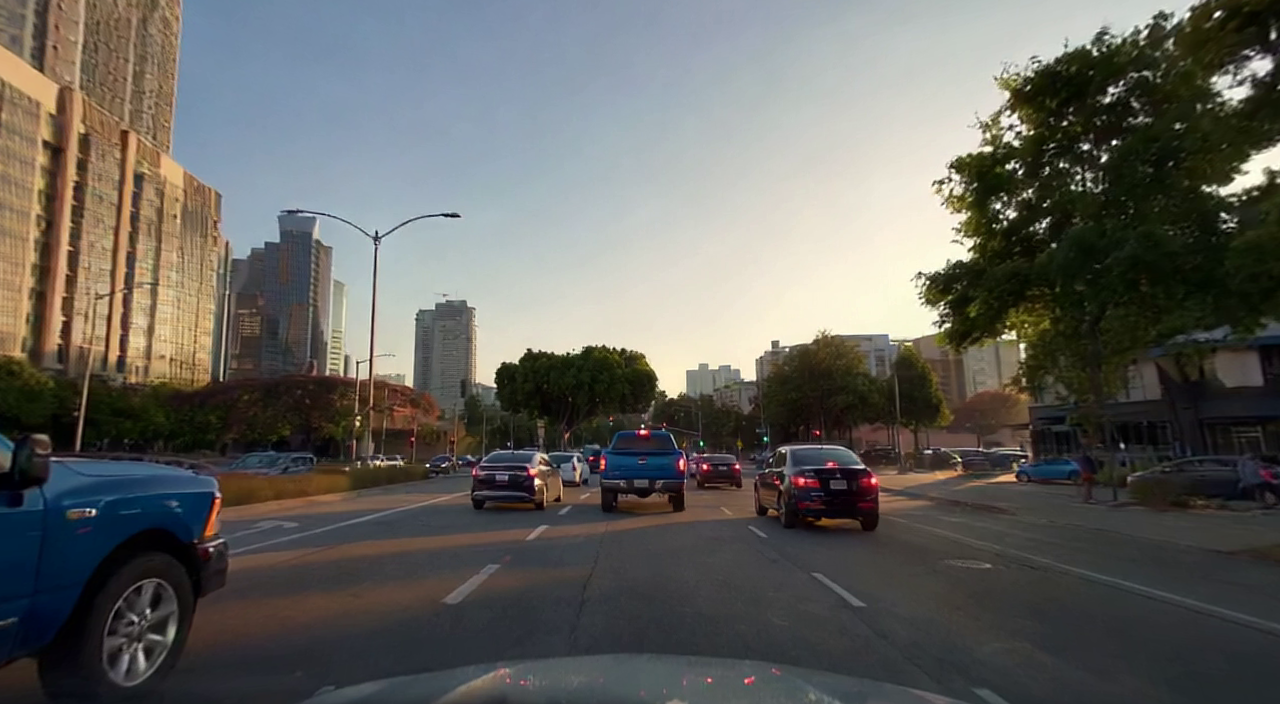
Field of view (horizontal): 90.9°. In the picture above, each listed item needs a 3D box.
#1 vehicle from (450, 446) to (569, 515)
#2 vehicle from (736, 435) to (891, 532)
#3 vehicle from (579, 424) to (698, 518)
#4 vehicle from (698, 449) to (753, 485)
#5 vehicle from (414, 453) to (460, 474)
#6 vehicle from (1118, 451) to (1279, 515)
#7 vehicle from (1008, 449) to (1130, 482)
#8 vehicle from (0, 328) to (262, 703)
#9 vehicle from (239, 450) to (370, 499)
[{"bbox_3d":[-3.092,3.120,15.948,1.986,1.465,4.509,0,-8,1],"label":"vehicle"},{"bbox_3d":[3.309,2.569,12.965,1.955,1.628,4.152,0,-8,0],"label":"vehicle"},{"bbox_3d":[-0.028,2.861,15.736,2.493,1.934,4.957,0,-8,0],"label":"vehicle"},{"bbox_3d":[3.845,5.234,29.072,1.968,1.472,4.456,0,-8,0],"label":"vehicle"},{"bbox_3d":[-15.184,8.364,47.394,1.932,1.449,4.545,0,-8,1],"label":"vehicle"},{"bbox_3d":[17.447,3.905,19.368,1.940,1.500,4.748,-2,-7,3],"label":"vehicle"},{"bbox_3d":[22.286,5.867,33.028,2.003,1.515,4.939,3,-9,-20],"label":"vehicle"},{"bbox_3d":[-3.466,0.682,1.656,1.994,1.759,4.709,0,-8,0],"label":"vehicle"},{"bbox_3d":[-11.552,4.213,22.139,1.968,1.487,4.676,0,-8,1],"label":"vehicle"}]
